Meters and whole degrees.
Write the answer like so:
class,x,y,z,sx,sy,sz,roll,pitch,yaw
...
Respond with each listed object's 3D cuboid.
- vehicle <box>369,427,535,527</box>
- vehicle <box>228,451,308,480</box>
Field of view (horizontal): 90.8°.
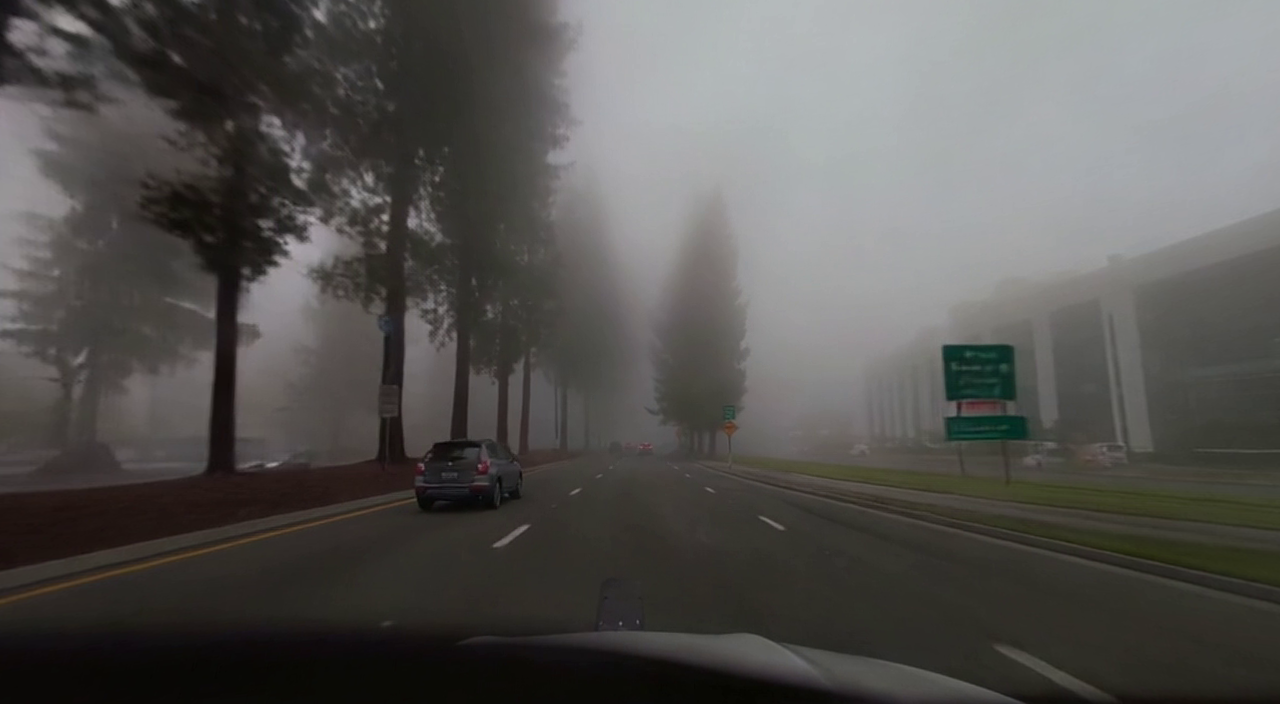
class,x,y,z,sx,sy,sz,roll,pitch,yaw
vehicle,-3.379,2.326,12.340,1.942,1.588,4.172,0,-8,0
vehicle,-20.794,6.333,35.550,1.773,1.457,4.419,0,-8,1
